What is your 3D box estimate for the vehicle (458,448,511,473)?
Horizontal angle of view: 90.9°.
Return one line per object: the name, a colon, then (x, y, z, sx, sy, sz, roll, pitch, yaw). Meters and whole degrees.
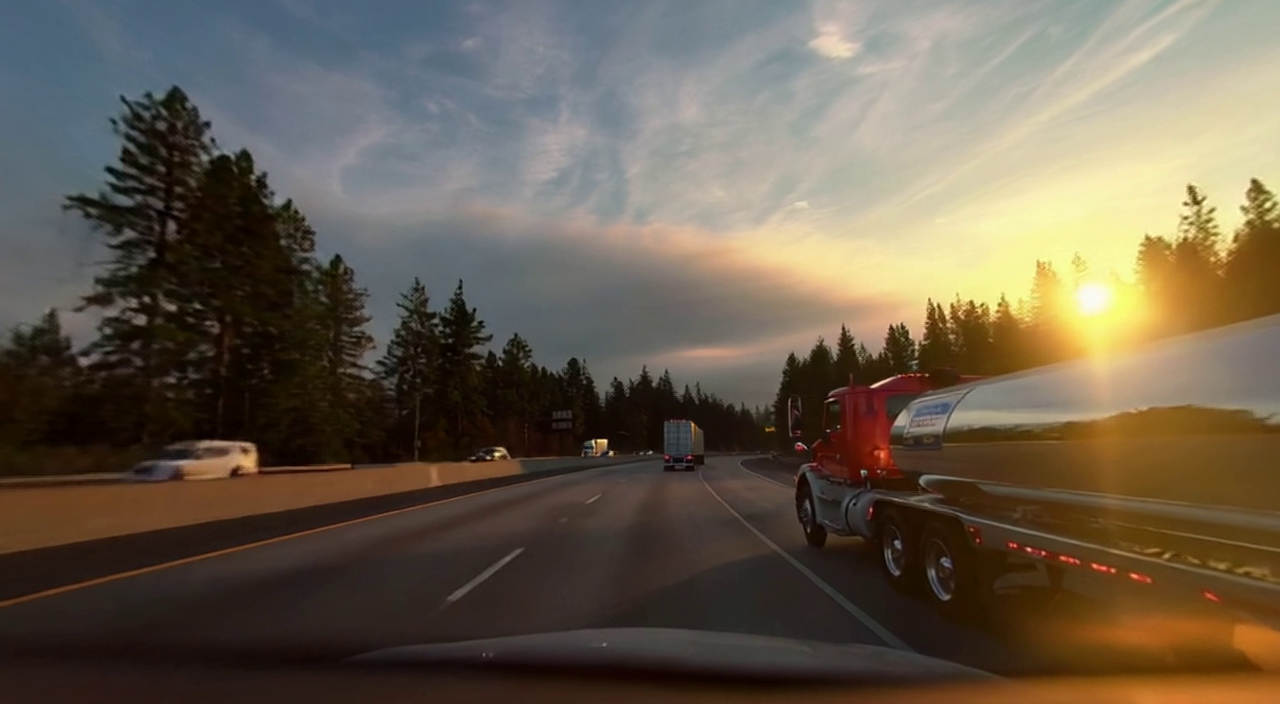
vehicle: (-11.038, 7.731, 45.203, 2.175, 1.685, 4.797, -1, -9, 5)
